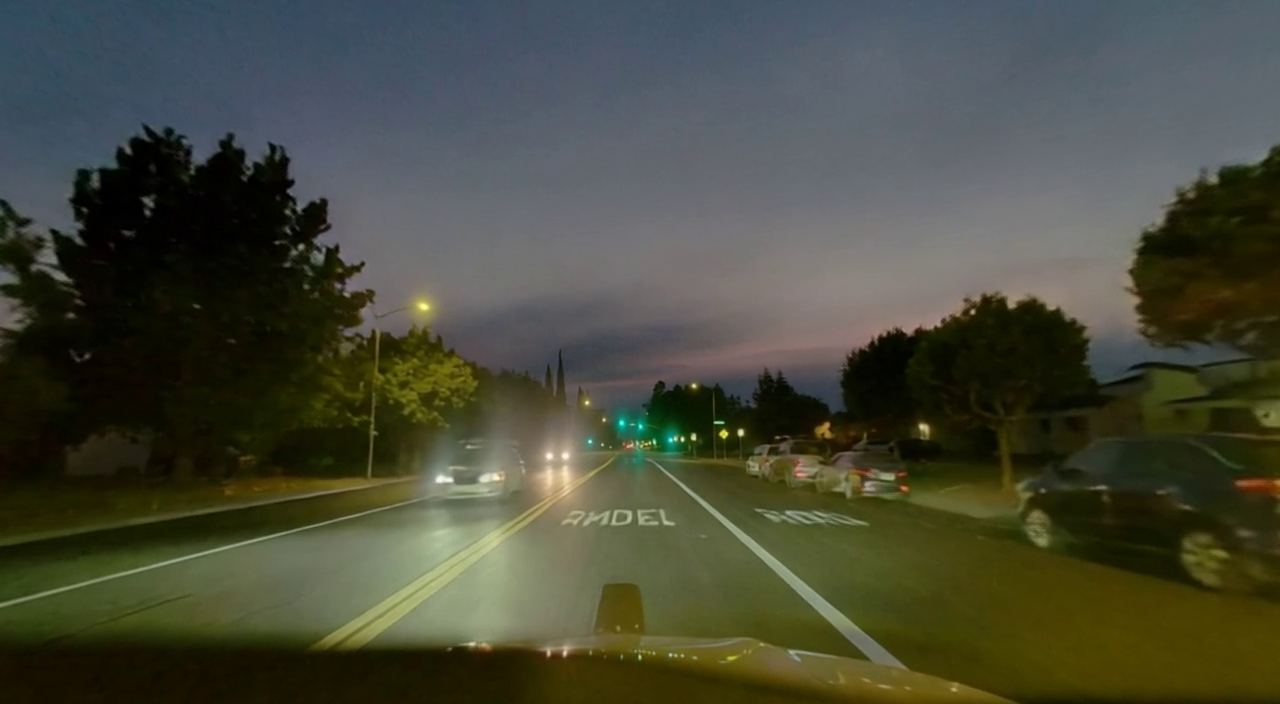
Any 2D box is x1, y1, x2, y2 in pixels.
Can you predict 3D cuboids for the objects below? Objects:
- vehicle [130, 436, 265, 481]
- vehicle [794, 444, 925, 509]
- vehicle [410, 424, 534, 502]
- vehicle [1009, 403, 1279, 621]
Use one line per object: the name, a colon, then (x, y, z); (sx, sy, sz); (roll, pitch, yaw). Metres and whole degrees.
vehicle: (-21.037, 5.071, 30.262); (4.461, 2.065, 2.574); (0, -8, -2)
vehicle: (6.287, 3.579, 18.795); (2.226, 1.682, 4.461); (0, -8, -1)
vehicle: (-4.430, 3.025, 17.691); (2.050, 1.841, 5.290); (0, -8, 0)
vehicle: (6.610, 1.630, 7.145); (2.099, 1.878, 4.476); (0, -8, 0)
